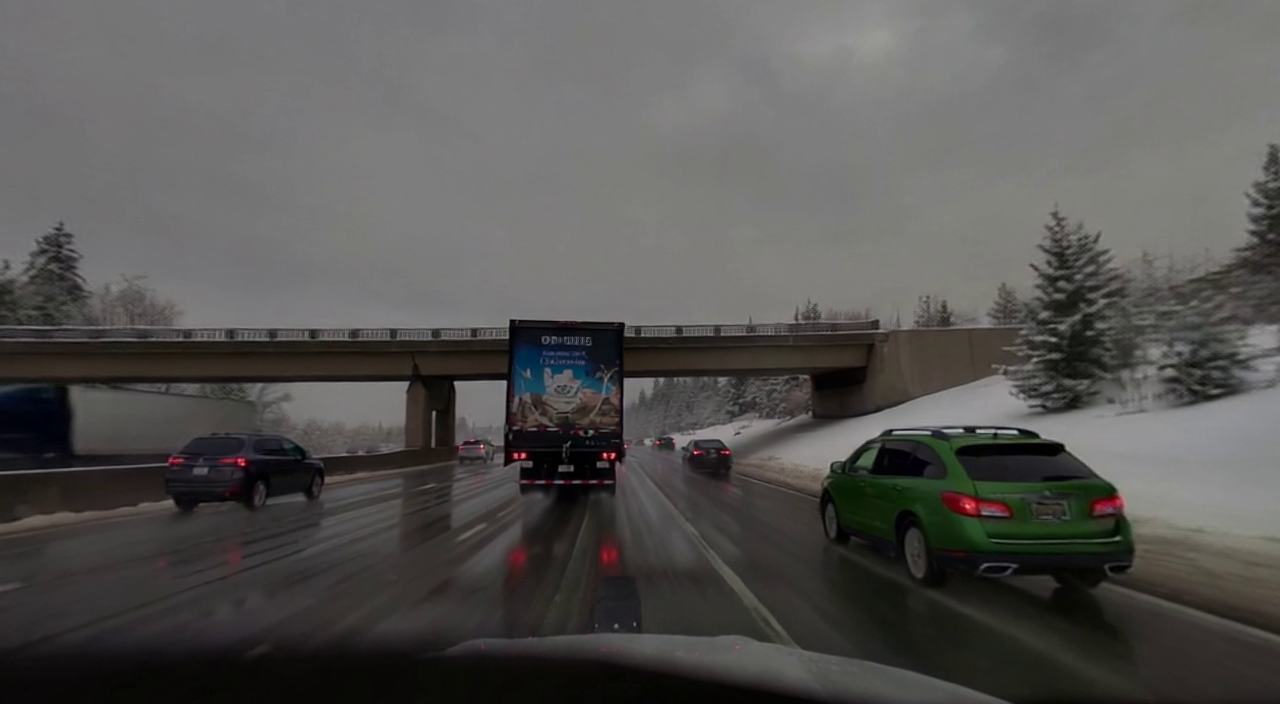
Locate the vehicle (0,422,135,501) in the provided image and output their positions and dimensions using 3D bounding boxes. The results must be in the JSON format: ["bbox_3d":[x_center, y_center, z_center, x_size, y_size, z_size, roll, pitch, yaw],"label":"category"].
[{"bbox_3d":[-20.096,3.534,20.671,2.264,2.303,5.765,0,-8,-2],"label":"vehicle"}]

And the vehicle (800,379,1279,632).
[{"bbox_3d":[3.356,1.303,6.410,2.118,1.647,4.400,0,-8,-2],"label":"vehicle"}]

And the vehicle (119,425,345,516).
[{"bbox_3d":[-8.532,2.477,13.776,2.048,1.652,4.421,0,-8,-2],"label":"vehicle"}]

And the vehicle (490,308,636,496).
[{"bbox_3d":[-1.958,1.647,17.703,2.911,3.787,9.905,1,-8,-5],"label":"vehicle"}]

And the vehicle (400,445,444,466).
[{"bbox_3d":[-17.163,8.154,49.664,1.874,1.491,4.393,0,-7,0],"label":"vehicle"}]

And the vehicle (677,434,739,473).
[{"bbox_3d":[2.813,4.290,27.031,2.003,1.519,4.580,0,-8,-2],"label":"vehicle"}]

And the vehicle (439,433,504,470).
[{"bbox_3d":[-8.351,4.939,31.591,2.057,1.698,4.550,0,-8,0],"label":"vehicle"}]
